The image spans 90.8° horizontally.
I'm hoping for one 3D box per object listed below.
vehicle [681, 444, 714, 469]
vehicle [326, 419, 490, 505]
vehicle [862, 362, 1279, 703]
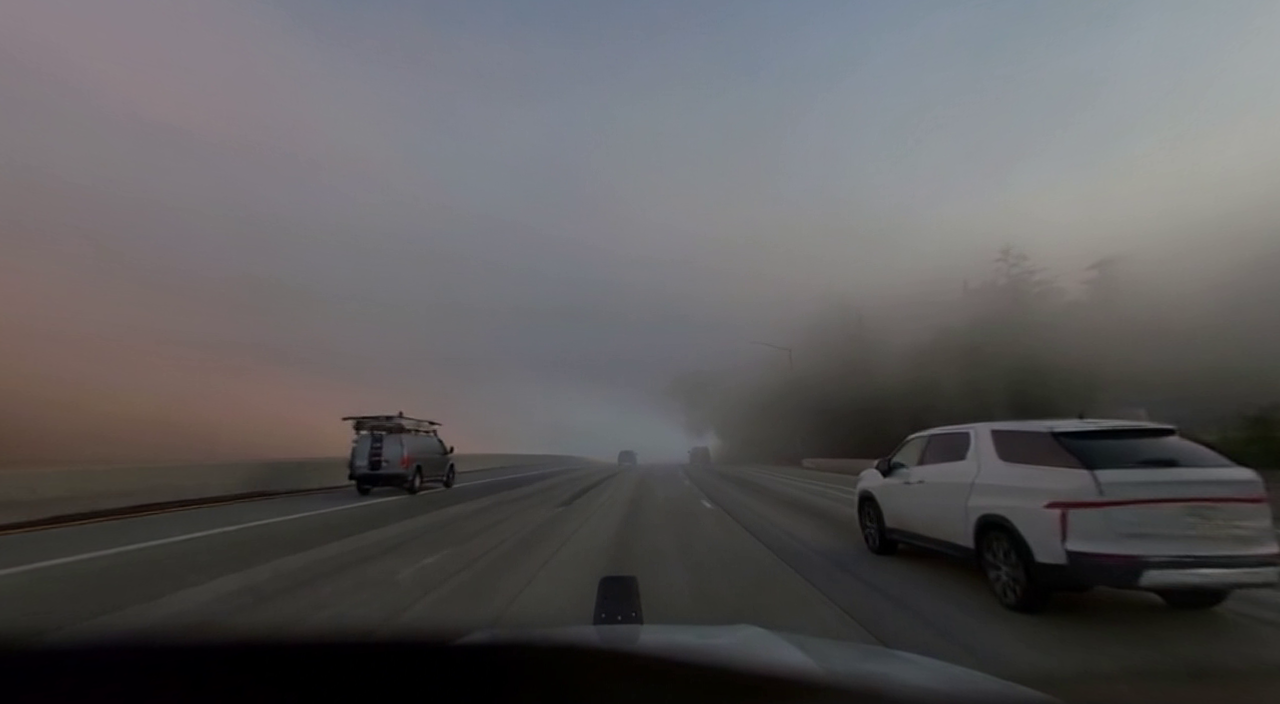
[{"bbox_3d":[4.420,8.144,49.353,2.211,1.814,4.404,0,-9,0],"label":"vehicle"},{"bbox_3d":[-6.293,3.115,18.218,2.383,2.048,5.875,0,-9,1],"label":"vehicle"},{"bbox_3d":[3.574,1.254,4.884,2.075,1.743,4.410,0,-9,0],"label":"vehicle"}]
